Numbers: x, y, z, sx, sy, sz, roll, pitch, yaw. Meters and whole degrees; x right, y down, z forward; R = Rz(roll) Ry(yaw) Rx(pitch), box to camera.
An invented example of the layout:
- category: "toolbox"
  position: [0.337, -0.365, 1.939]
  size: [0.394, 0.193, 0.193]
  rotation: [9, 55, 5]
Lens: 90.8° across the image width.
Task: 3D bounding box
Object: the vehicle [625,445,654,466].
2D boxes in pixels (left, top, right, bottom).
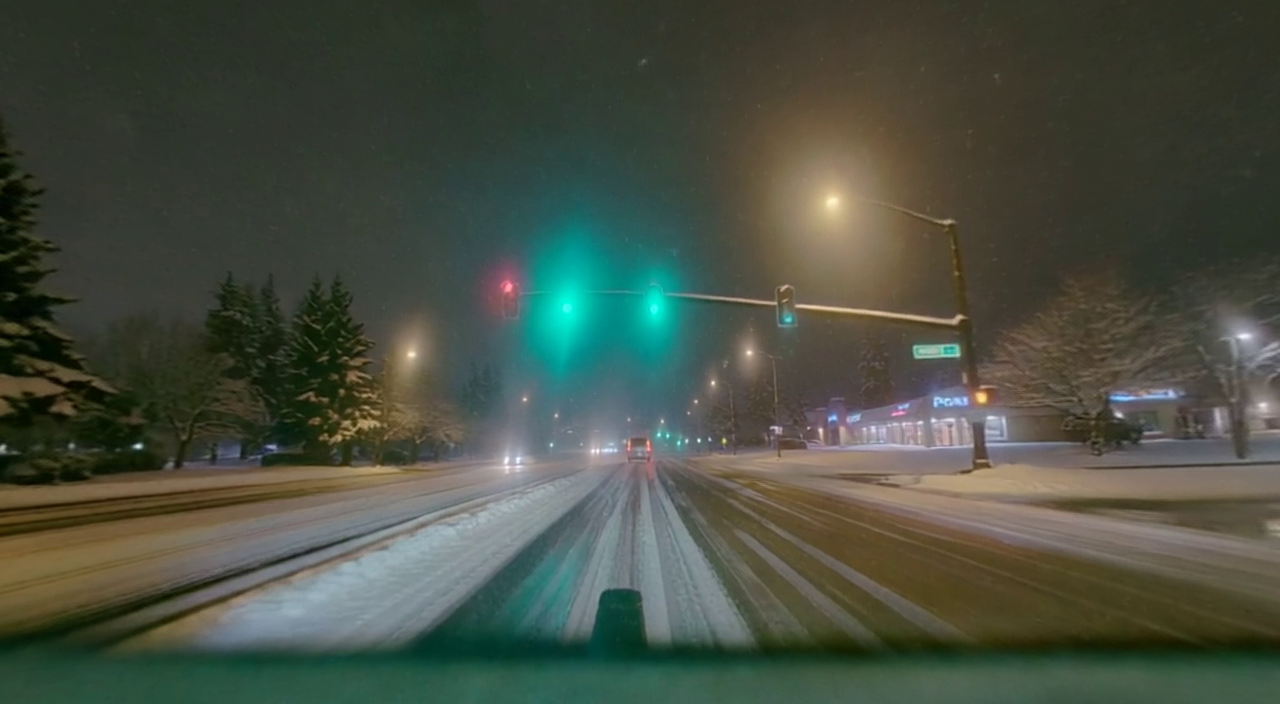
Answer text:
- category: "vehicle"
  position: [-0.043, 7.552, 46.233]
  size: [2.027, 1.494, 3.942]
  rotation: [0, -8, -1]
